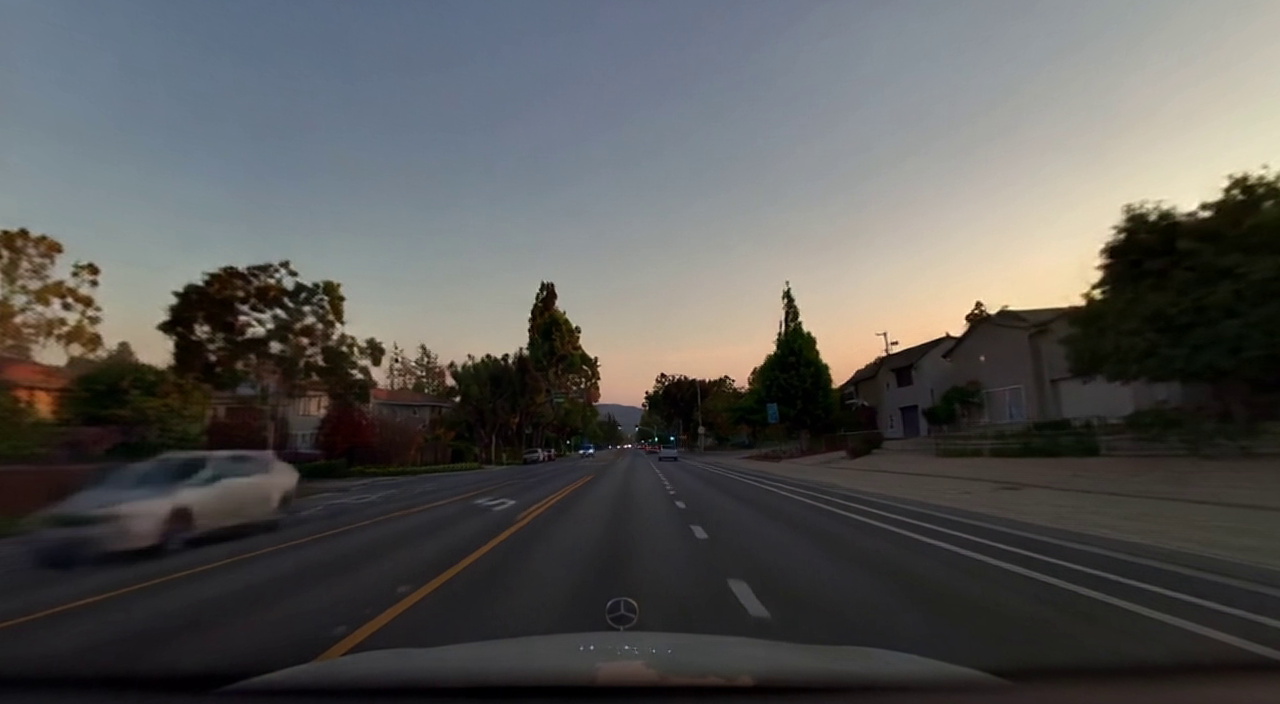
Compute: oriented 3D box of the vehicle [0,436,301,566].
[{"bbox_3d":[-8.109,2.342,10.792,2.053,1.713,4.618,0,-9,0],"label":"vehicle"}]
